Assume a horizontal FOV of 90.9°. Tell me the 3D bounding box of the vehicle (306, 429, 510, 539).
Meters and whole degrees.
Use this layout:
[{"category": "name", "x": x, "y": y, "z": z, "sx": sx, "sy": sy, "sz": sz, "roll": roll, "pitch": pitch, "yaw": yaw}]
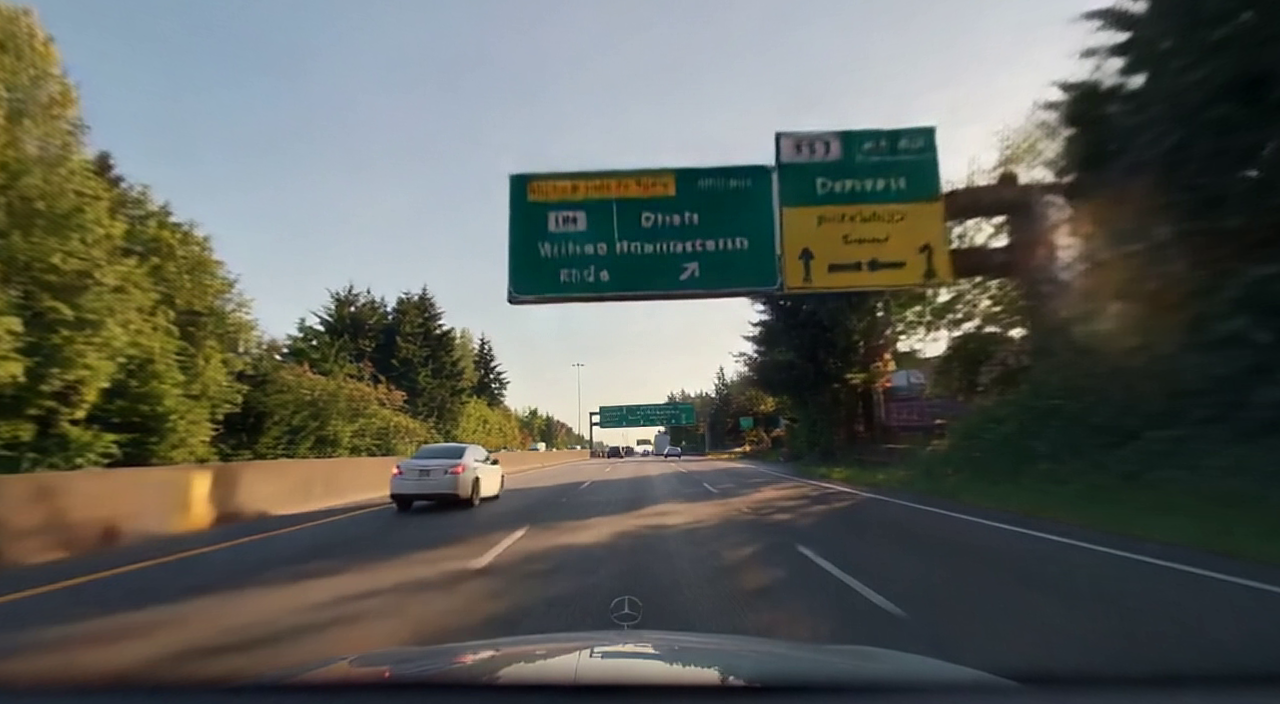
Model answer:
[{"category": "vehicle", "x": -3.732, "y": 2.193, "z": 11.082, "sx": 1.936, "sy": 1.545, "sz": 4.116, "roll": 0, "pitch": -9, "yaw": 1}]
